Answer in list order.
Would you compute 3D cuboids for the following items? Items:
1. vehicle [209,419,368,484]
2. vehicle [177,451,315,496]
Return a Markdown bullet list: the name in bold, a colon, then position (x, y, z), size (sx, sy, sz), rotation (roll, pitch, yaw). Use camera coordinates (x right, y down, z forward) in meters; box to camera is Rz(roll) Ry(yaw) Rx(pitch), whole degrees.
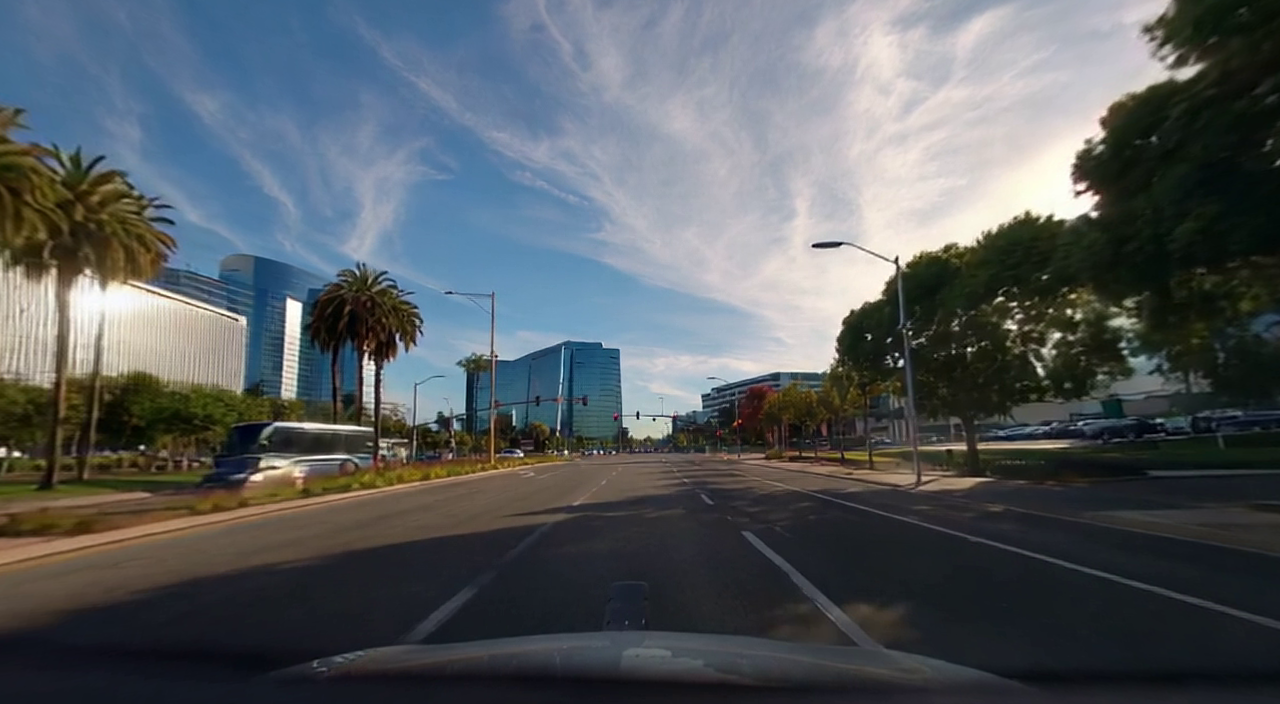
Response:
- **vehicle**: position (-21.297, 6.179, 39.664), size (3.013, 3.417, 12.442), rotation (0, -8, -1)
- **vehicle**: position (-14.885, 4.587, 24.203), size (2.130, 1.509, 4.644), rotation (-1, -8, 3)
